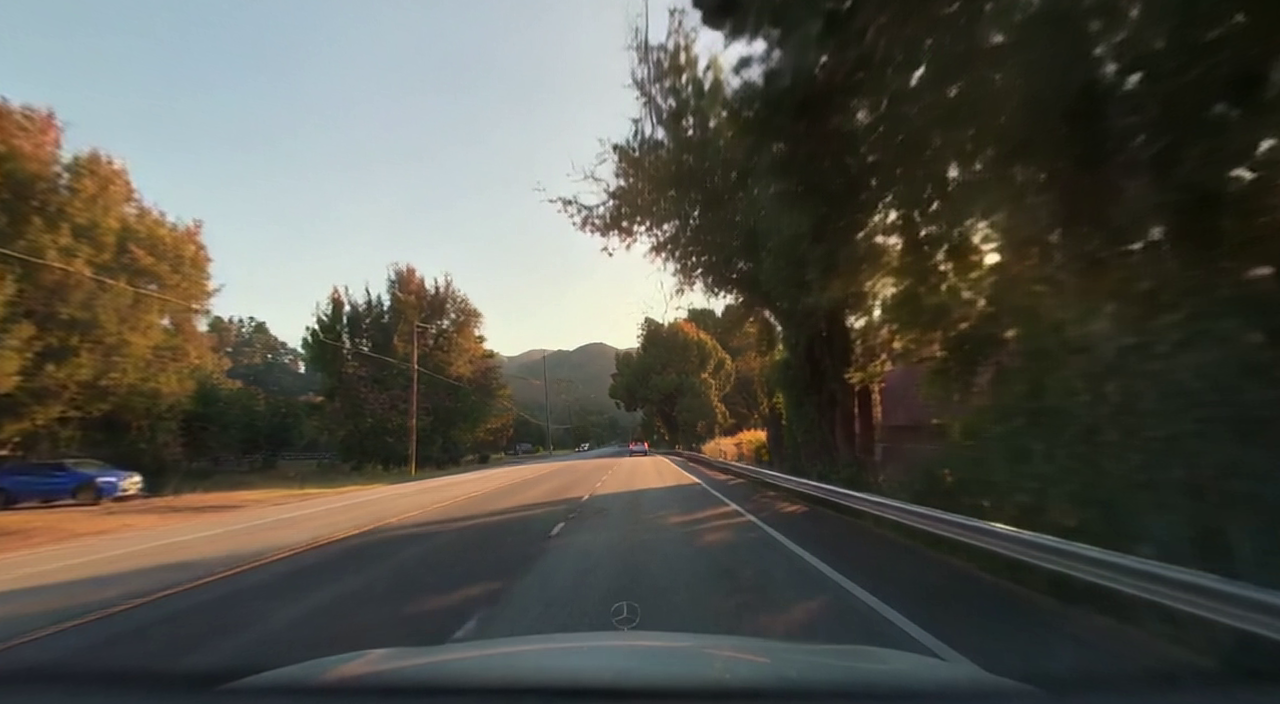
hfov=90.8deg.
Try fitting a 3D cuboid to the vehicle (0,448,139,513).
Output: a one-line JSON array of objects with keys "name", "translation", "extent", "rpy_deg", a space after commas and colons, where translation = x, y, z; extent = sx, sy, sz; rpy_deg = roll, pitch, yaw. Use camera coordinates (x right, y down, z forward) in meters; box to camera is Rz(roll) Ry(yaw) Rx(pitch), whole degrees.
[{"name": "vehicle", "translation": [-20.549, 4.469, 21.896], "extent": [4.655, 1.832, 2.227], "rpy_deg": [-5, -7, 2]}]
